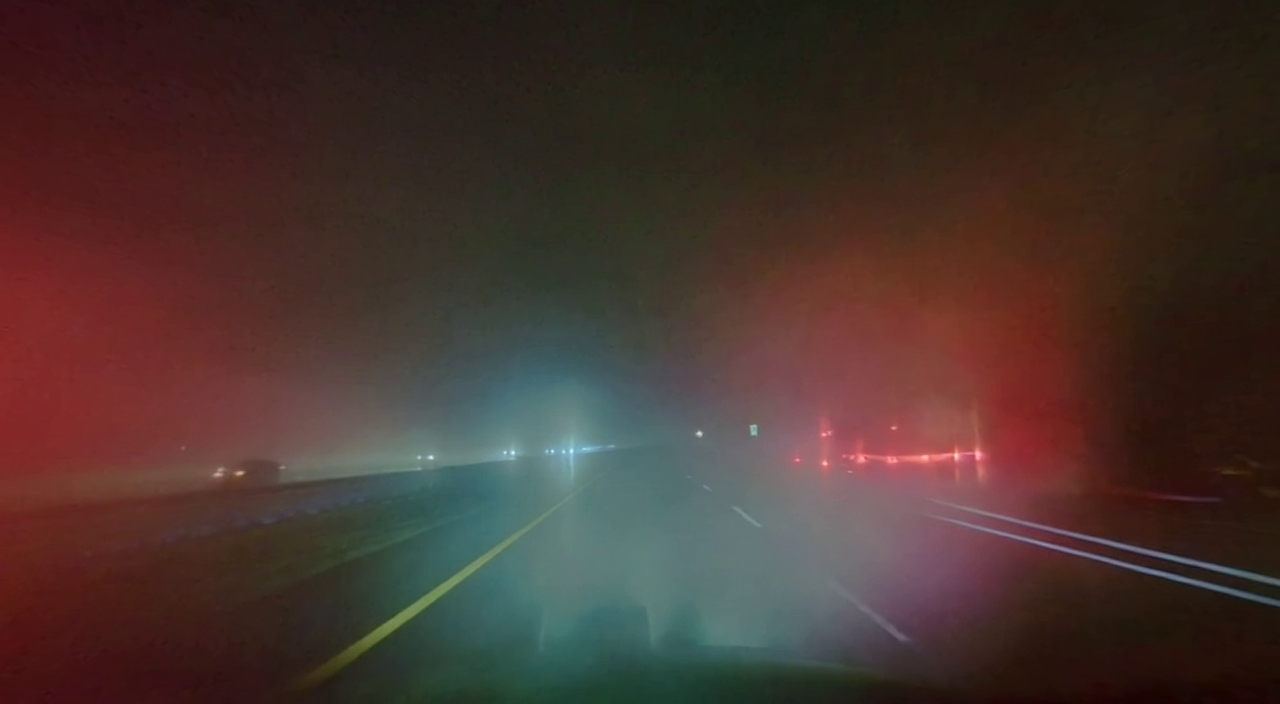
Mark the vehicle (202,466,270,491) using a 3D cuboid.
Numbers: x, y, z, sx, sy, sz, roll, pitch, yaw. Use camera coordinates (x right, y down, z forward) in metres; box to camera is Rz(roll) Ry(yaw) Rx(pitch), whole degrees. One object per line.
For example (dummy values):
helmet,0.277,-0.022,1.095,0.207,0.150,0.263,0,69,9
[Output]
vehicle,-28.915,9.043,45.281,1.815,1.479,4.533,0,-8,1
